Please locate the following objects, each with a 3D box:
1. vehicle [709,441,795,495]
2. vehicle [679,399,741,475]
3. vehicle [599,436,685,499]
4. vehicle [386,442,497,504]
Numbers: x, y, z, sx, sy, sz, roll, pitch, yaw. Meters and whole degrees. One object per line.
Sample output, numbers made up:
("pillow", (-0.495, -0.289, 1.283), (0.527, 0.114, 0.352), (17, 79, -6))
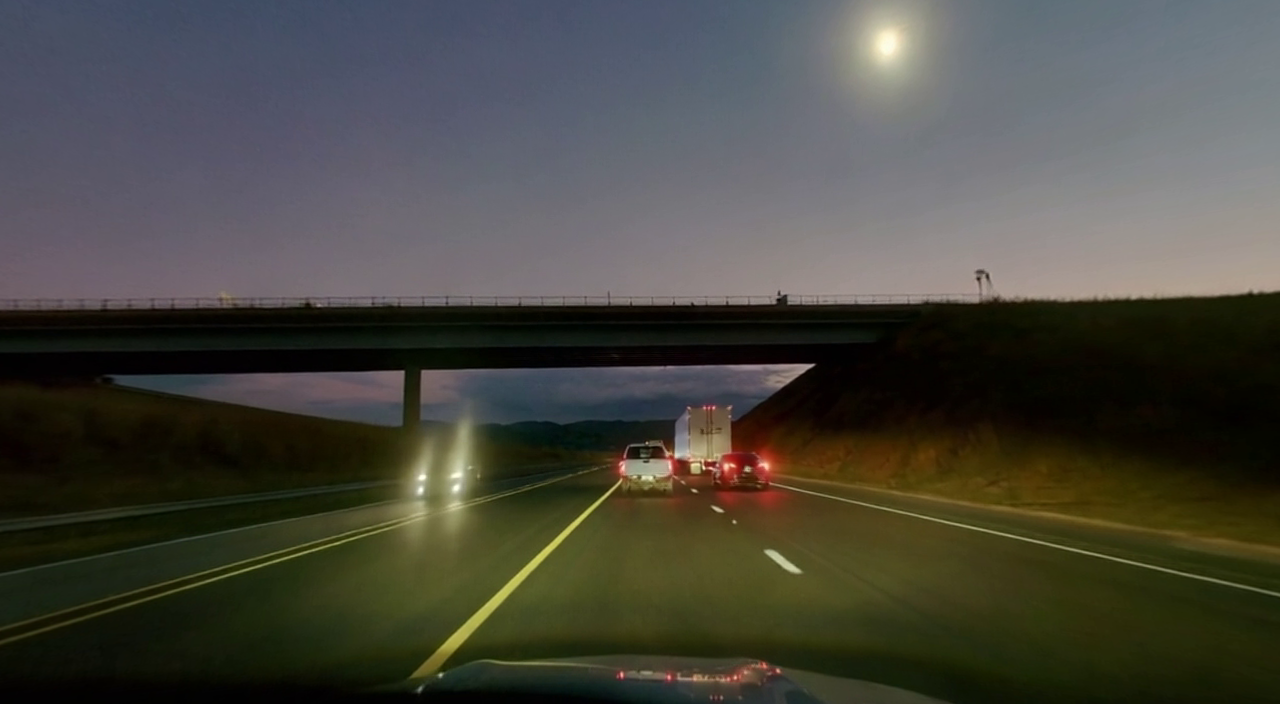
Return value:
("vehicle", (3.418, 3.609, 19.937), (1.972, 1.505, 3.946), (-1, -9, 0))
("vehicle", (3.926, 5.036, 36.841), (2.948, 3.974, 6.480), (-1, -9, 1))
("vehicle", (0.094, 3.368, 18.730), (2.256, 1.615, 4.114), (-1, -9, 1))
("vehicle", (-6.376, 3.907, 20.764), (2.233, 1.685, 4.222), (-4, -9, 1))
